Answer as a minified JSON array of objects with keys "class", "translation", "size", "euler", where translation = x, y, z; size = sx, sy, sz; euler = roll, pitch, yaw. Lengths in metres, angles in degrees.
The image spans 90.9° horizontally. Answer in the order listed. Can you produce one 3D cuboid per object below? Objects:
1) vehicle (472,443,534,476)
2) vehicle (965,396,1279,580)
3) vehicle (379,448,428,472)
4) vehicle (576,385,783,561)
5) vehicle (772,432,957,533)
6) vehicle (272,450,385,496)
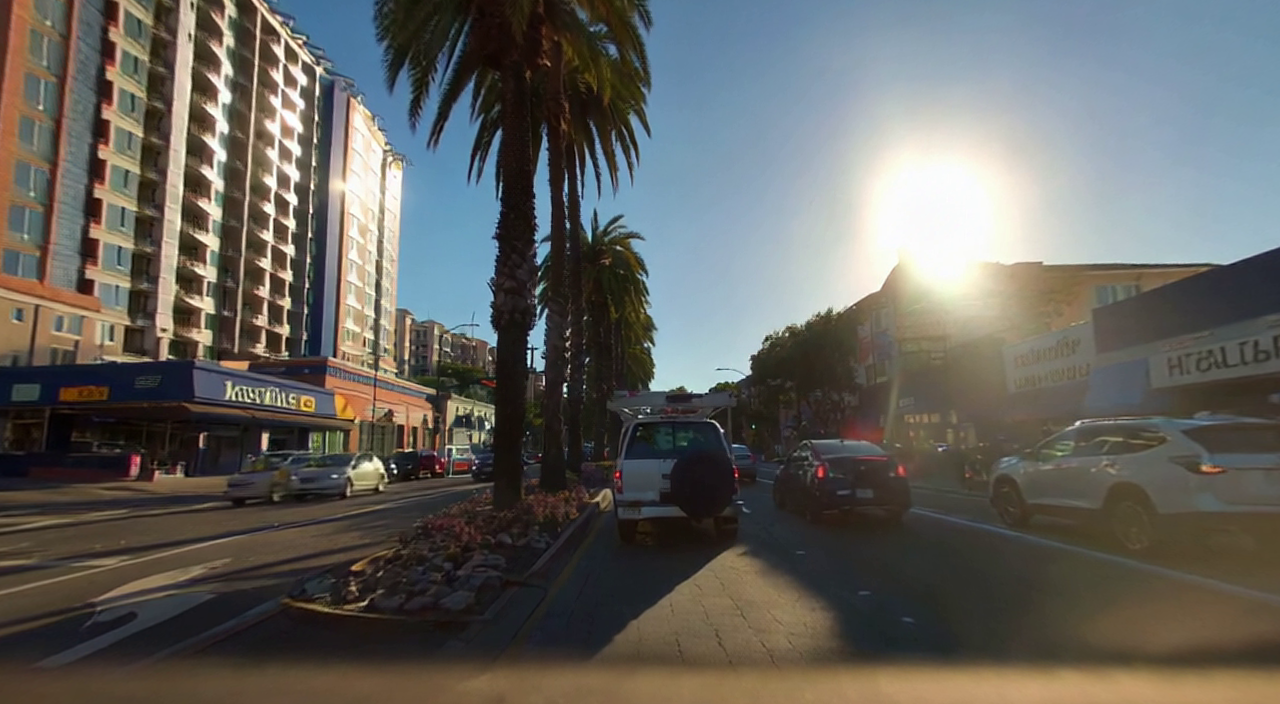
[{"class":"vehicle","translation":[-7.680,6.047,35.889],"size":[2.268,1.733,4.821],"euler":[-1,-8,3]},{"class":"vehicle","translation":[7.487,1.864,9.565],"size":[2.215,1.973,5.323],"euler":[0,-8,0]},{"class":"vehicle","translation":[-18.088,8.262,48.466],"size":[1.972,1.694,4.466],"euler":[0,-8,2]},{"class":"vehicle","translation":[0.528,1.861,10.417],"size":[2.487,2.115,5.444],"euler":[0,-8,1]},{"class":"vehicle","translation":[4.048,2.410,12.242],"size":[2.072,1.595,4.124],"euler":[0,-8,0]},{"class":"vehicle","translation":[-11.460,4.441,23.556],"size":[2.031,1.534,4.079],"euler":[0,-8,2]}]
